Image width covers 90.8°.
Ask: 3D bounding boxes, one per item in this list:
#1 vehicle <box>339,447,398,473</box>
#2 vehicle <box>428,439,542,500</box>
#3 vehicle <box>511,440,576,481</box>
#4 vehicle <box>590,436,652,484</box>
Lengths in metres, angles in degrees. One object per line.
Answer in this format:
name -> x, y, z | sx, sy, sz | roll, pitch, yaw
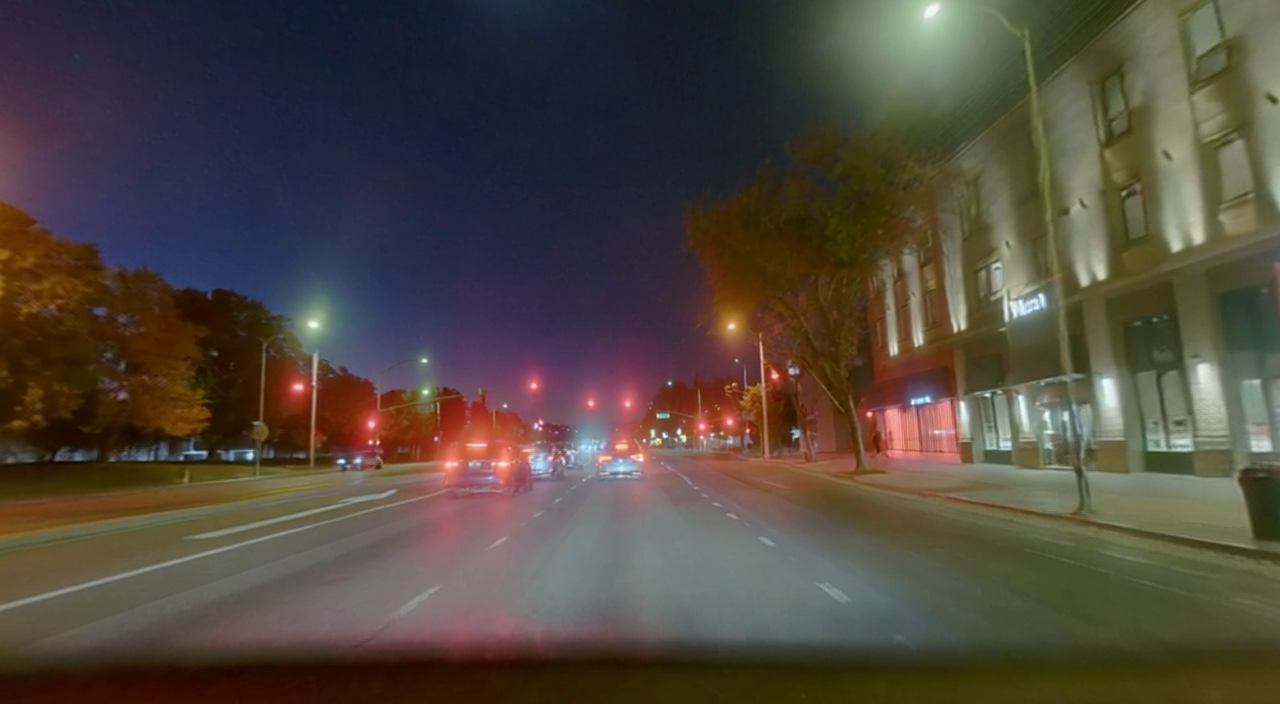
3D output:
vehicle -> -19.563, 7.758, 45.779 | 2.054, 1.724, 4.829 | 0, -8, 0
vehicle -> -4.152, 3.212, 17.735 | 2.020, 1.457, 4.496 | 0, -8, 0
vehicle -> -3.705, 4.242, 25.006 | 1.950, 1.487, 4.130 | 0, -8, 0
vehicle -> -0.630, 3.834, 22.638 | 2.042, 1.555, 3.912 | 0, -8, 0
